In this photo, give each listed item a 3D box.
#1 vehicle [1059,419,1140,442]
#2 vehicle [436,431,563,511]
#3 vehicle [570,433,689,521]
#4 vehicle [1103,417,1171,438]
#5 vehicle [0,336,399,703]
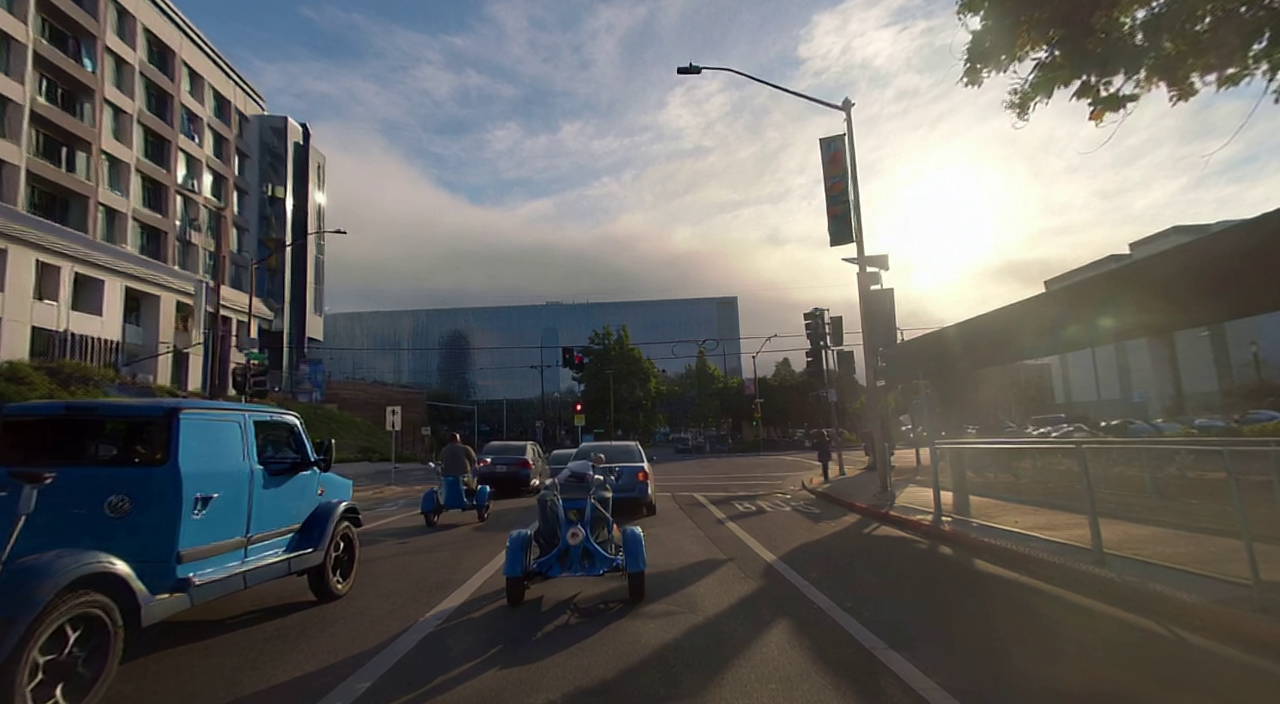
[{"bbox_3d":[30.727,5.279,42.083,1.751,1.420,4.027,8,-12,-43],"label":"vehicle"},{"bbox_3d":[-3.152,2.767,15.060,1.935,1.615,4.073,-1,-8,3],"label":"vehicle"},{"bbox_3d":[-0.134,2.427,12.740,2.025,1.458,4.085,0,-8,1],"label":"vehicle"},{"bbox_3d":[36.782,5.605,46.545,1.625,1.449,3.557,6,-11,-38],"label":"vehicle"},{"bbox_3d":[-3.609,1.130,4.452,2.000,1.809,4.405,0,-8,1],"label":"vehicle"}]
